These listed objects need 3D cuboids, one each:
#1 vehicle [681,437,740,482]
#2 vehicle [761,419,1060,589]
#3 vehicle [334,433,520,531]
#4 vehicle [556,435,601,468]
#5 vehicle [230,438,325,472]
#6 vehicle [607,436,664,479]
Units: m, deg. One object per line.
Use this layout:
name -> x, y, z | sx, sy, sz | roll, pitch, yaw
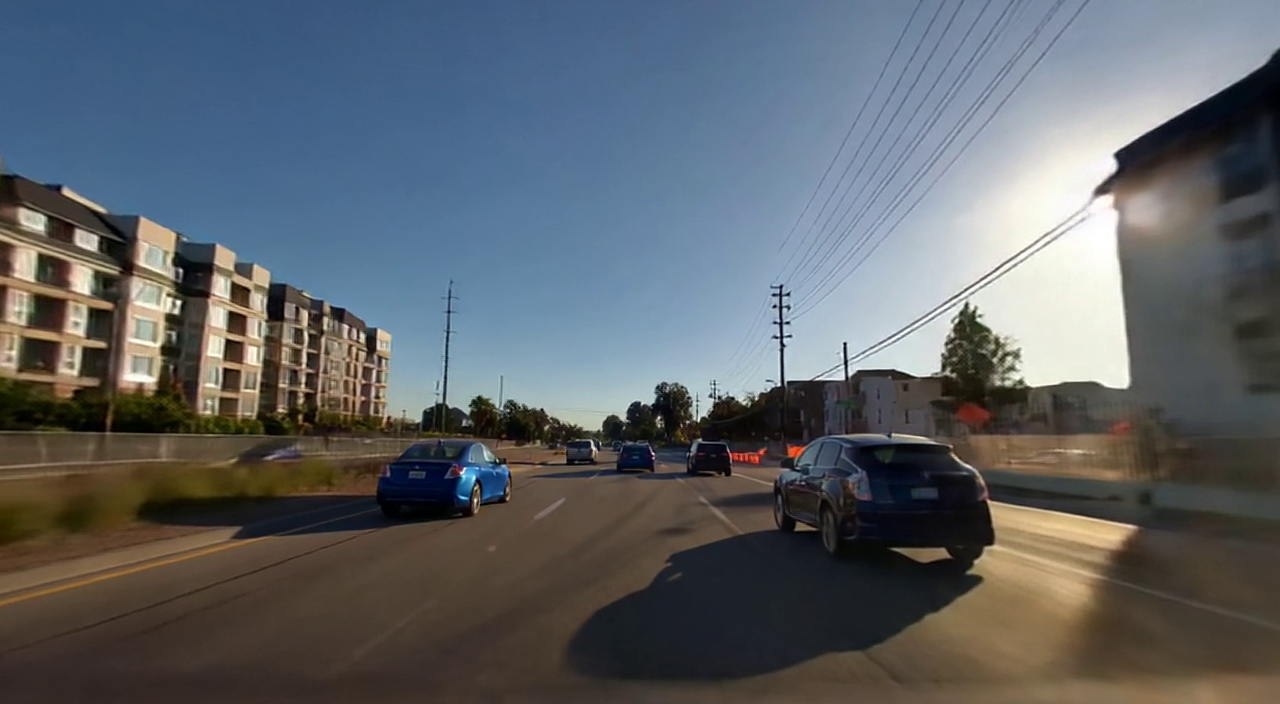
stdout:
vehicle -> 3.004, 4.655, 27.729 | 2.029, 1.797, 4.218 | 0, -8, -1
vehicle -> 2.971, 1.740, 8.090 | 1.975, 1.598, 4.025 | 0, -8, -1
vehicle -> -3.632, 2.286, 11.742 | 1.968, 1.473, 4.209 | 0, -8, 0
vehicle -> -3.675, 6.050, 38.621 | 2.190, 1.832, 4.417 | 0, -8, 1
vehicle -> -18.412, 5.243, 32.395 | 1.971, 1.609, 4.763 | 0, -8, 1
vehicle -> -0.177, 4.610, 27.798 | 2.291, 1.714, 4.217 | 0, -8, 0
